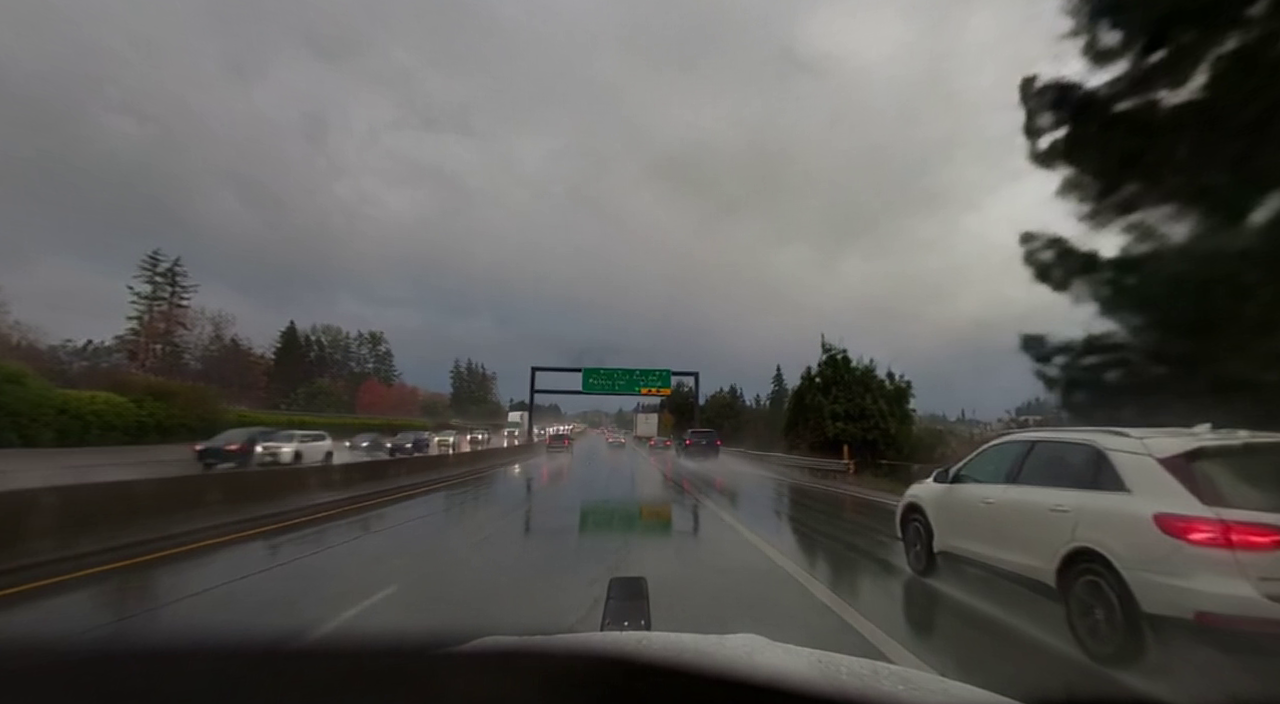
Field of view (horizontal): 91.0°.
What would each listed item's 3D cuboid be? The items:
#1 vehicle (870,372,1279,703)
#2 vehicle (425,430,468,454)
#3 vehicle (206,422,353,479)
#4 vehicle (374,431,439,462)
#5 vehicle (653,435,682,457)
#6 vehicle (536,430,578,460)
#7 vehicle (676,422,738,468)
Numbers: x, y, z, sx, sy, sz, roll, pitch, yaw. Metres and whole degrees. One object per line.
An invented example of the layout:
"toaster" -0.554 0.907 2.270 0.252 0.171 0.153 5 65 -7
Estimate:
"vehicle" 3.528 1.111 4.408 2.127 1.497 4.445 0 -8 0
"vehicle" -11.836 5.544 38.714 1.610 1.420 3.445 0 -8 -1
"vehicle" -10.849 3.000 19.366 1.948 1.538 4.322 0 -8 0
"vehicle" -11.484 4.661 31.205 1.727 1.433 3.940 0 -8 -1
"vehicle" 1.916 6.671 44.717 1.844 1.462 3.736 0 -8 -1
"vehicle" -4.966 5.654 38.233 2.058 1.689 4.315 0 -8 -1
"vehicle" 3.064 4.398 29.915 2.207 1.937 5.610 0 -8 -1
